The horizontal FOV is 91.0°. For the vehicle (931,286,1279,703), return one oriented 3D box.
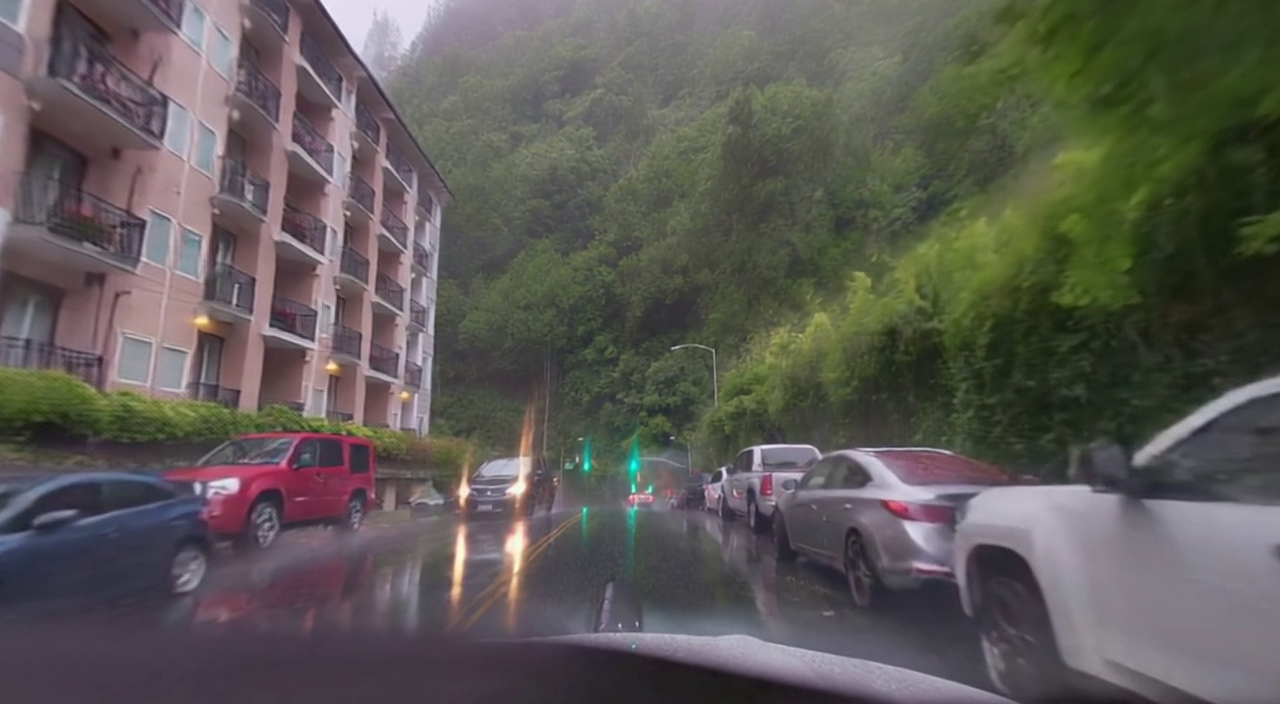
[{"bbox_3d":[2.796,0.686,1.349,2.072,1.830,4.744,0,-9,0],"label":"vehicle"}]

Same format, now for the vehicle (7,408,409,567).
[{"bbox_3d":[-6.428,2.238,10.812,2.692,1.949,5.948,0,-11,-1],"label":"vehicle"}]

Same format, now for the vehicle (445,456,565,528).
[{"bbox_3d":[-3.402,3.770,16.939,2.102,1.621,4.627,0,-13,1],"label":"vehicle"}]

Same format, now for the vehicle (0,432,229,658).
[{"bbox_3d":[-5.350,1.221,3.804,1.856,1.474,4.522,-3,-9,18],"label":"vehicle"}]

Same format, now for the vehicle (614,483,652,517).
[{"bbox_3d":[-0.487,9.118,38.937,2.201,1.731,3.854,0,-9,-2],"label":"vehicle"}]
